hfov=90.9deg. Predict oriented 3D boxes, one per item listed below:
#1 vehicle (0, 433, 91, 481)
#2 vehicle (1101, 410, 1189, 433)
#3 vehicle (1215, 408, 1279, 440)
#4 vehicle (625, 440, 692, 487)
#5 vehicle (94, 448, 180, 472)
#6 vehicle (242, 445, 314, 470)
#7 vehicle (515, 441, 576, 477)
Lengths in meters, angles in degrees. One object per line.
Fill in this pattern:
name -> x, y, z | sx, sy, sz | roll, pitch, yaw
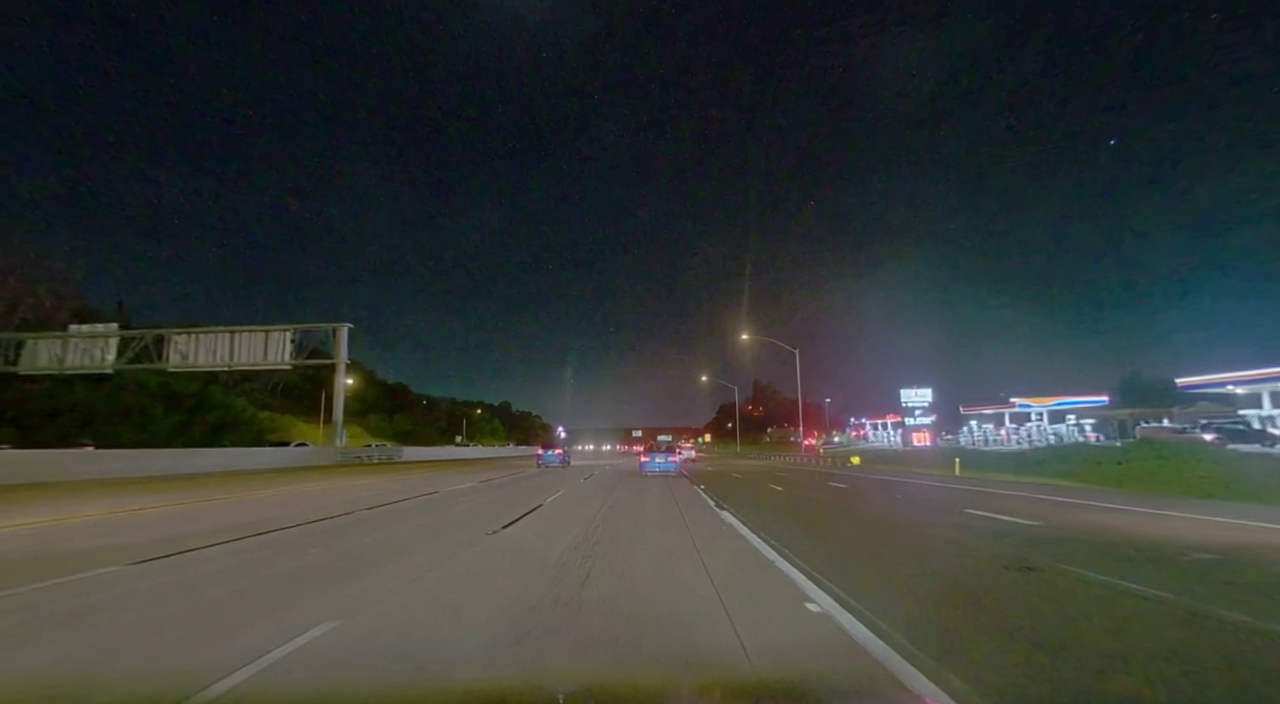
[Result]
vehicle -> -21.586, 3.533, 21.343 | 1.906, 1.514, 4.469 | 0, -8, 1
vehicle -> 35.460, 4.930, 44.354 | 1.781, 1.456, 4.462 | 7, -11, -38
vehicle -> 30.271, 3.438, 29.908 | 4.068, 1.458, 1.841 | 0, -8, 2
vehicle -> 0.613, 3.817, 21.960 | 2.113, 1.464, 4.073 | 0, -8, 1
vehicle -> -32.923, 7.070, 41.491 | 1.821, 1.452, 4.627 | 0, -8, 0
vehicle -> -22.191, 6.447, 38.849 | 1.860, 1.443, 4.337 | 0, -8, 0
vehicle -> -4.241, 4.886, 29.033 | 2.047, 1.497, 4.208 | 0, -8, 2
